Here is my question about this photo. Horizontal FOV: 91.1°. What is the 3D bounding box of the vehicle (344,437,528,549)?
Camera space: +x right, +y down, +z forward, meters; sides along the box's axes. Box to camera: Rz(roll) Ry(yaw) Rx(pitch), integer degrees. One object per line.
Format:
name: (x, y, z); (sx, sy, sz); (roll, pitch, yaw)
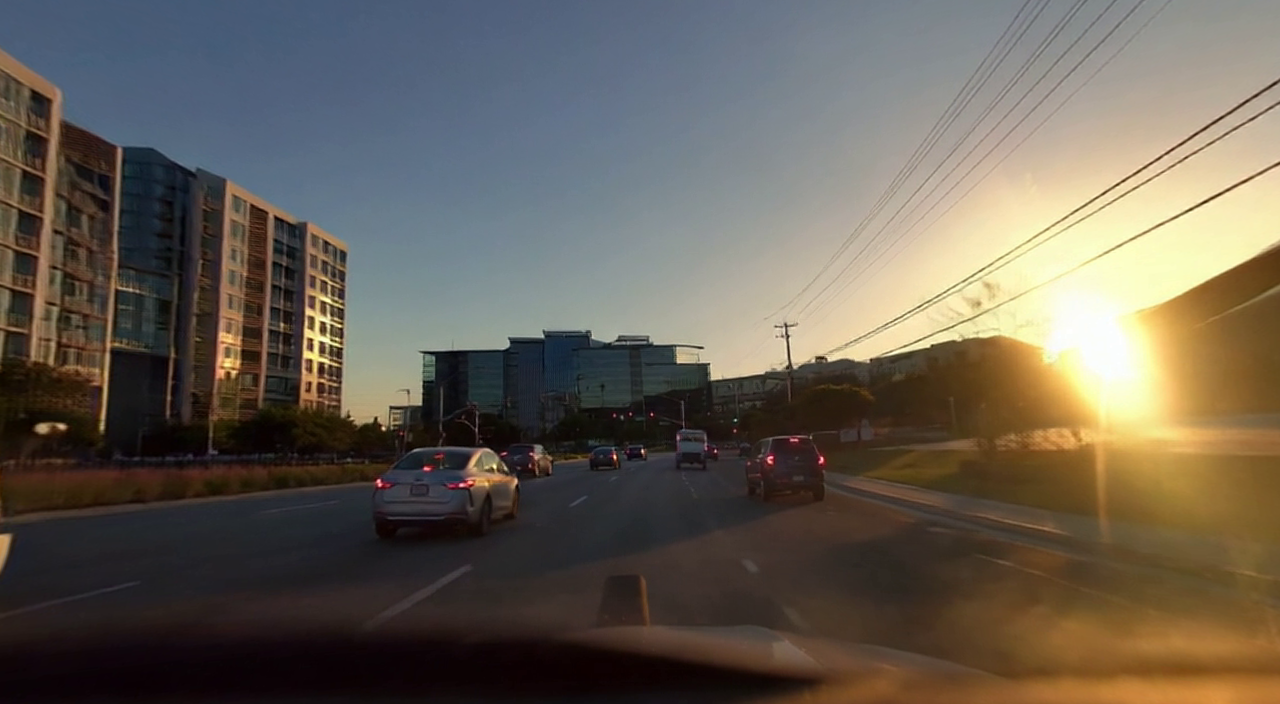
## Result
vehicle: (-3.371, 2.380, 11.260); (1.934, 1.643, 3.718); (0, -9, 2)

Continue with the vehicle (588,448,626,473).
vehicle: (-2.097, 7.025, 40.937); (1.984, 1.567, 4.311); (-1, -9, 4)

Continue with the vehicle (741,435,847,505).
vehicle: (4.659, 3.635, 19.806); (2.283, 1.923, 4.427); (0, -9, 1)

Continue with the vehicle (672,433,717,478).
vehicle: (3.278, 6.077, 37.142); (2.457, 2.440, 5.486); (-1, -9, 6)
